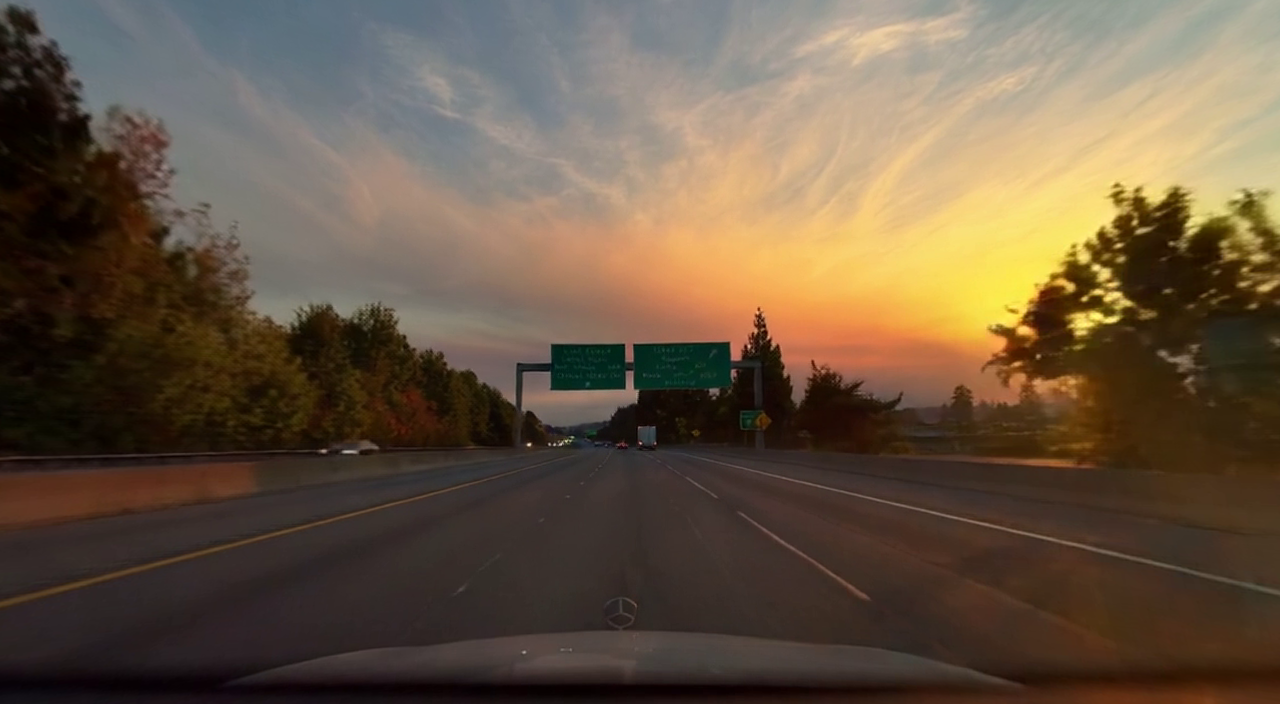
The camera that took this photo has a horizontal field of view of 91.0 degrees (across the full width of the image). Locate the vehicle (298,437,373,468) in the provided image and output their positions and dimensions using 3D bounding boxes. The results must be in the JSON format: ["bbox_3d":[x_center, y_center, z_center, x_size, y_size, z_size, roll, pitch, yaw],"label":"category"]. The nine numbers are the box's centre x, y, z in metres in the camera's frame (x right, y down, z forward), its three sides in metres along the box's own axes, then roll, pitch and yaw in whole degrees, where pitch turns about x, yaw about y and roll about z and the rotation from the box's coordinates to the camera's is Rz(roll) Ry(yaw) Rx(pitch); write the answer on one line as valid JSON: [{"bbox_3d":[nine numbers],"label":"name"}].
[{"bbox_3d":[-17.230,5.706,35.867,2.054,1.589,4.662,0,-8,-1],"label":"vehicle"}]
